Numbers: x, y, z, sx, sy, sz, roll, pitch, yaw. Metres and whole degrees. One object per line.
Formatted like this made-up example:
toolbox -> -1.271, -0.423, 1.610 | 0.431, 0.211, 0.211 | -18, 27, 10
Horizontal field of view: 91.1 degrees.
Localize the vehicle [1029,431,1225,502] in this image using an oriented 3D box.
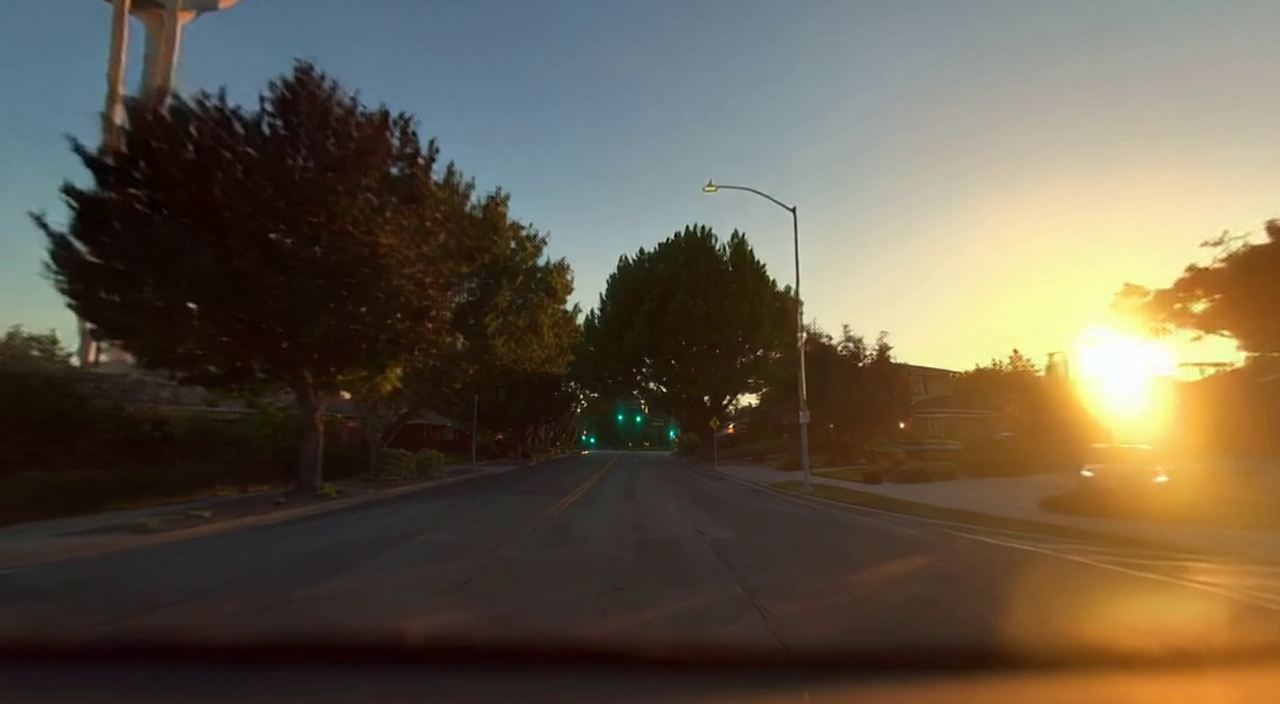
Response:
vehicle -> 10.639, 2.458, 13.911 | 3.191, 1.365, 1.458 | -6, -10, 38
